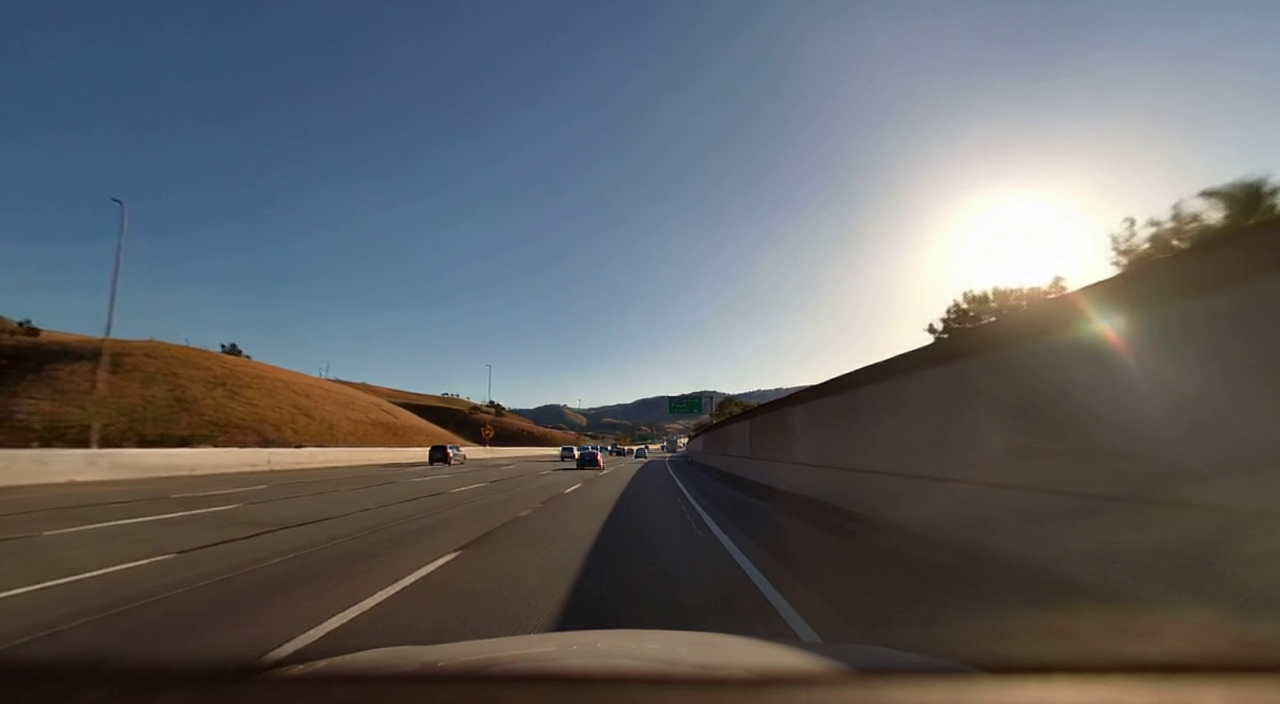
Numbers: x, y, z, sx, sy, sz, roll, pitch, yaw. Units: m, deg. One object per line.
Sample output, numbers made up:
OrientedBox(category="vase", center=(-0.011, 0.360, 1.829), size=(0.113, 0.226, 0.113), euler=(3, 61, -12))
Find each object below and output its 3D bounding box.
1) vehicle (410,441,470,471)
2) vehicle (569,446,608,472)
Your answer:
OrientedBox(category="vehicle", center=(-12.659, 6.595, 40.312), size=(2.076, 1.766, 4.831), euler=(0, -9, 2))
OrientedBox(category="vehicle", center=(-3.146, 6.622, 39.155), size=(1.931, 1.492, 4.076), euler=(0, -9, 2))
